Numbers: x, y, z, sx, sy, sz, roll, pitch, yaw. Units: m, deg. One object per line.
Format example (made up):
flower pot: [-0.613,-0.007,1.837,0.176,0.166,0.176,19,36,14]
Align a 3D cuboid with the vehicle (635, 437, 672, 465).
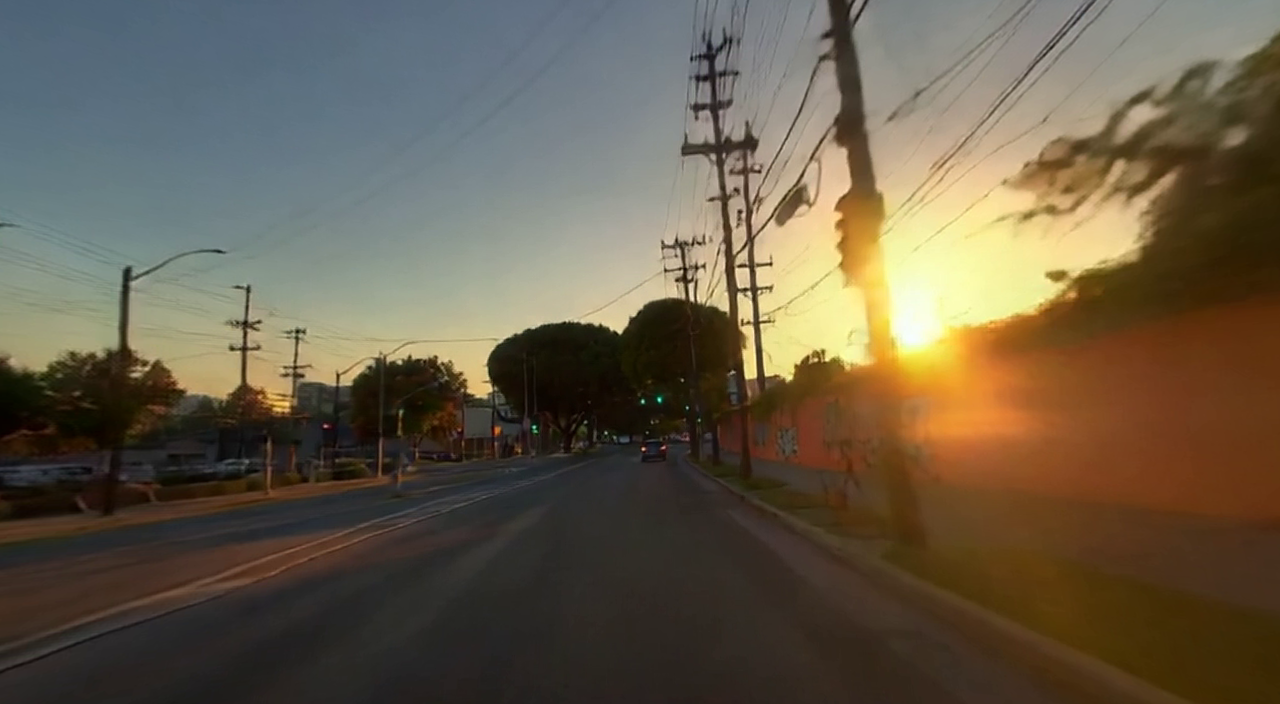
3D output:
vehicle: [0.820,6.025,38.630,2.105,1.611,3.750,-1,-8,1]
